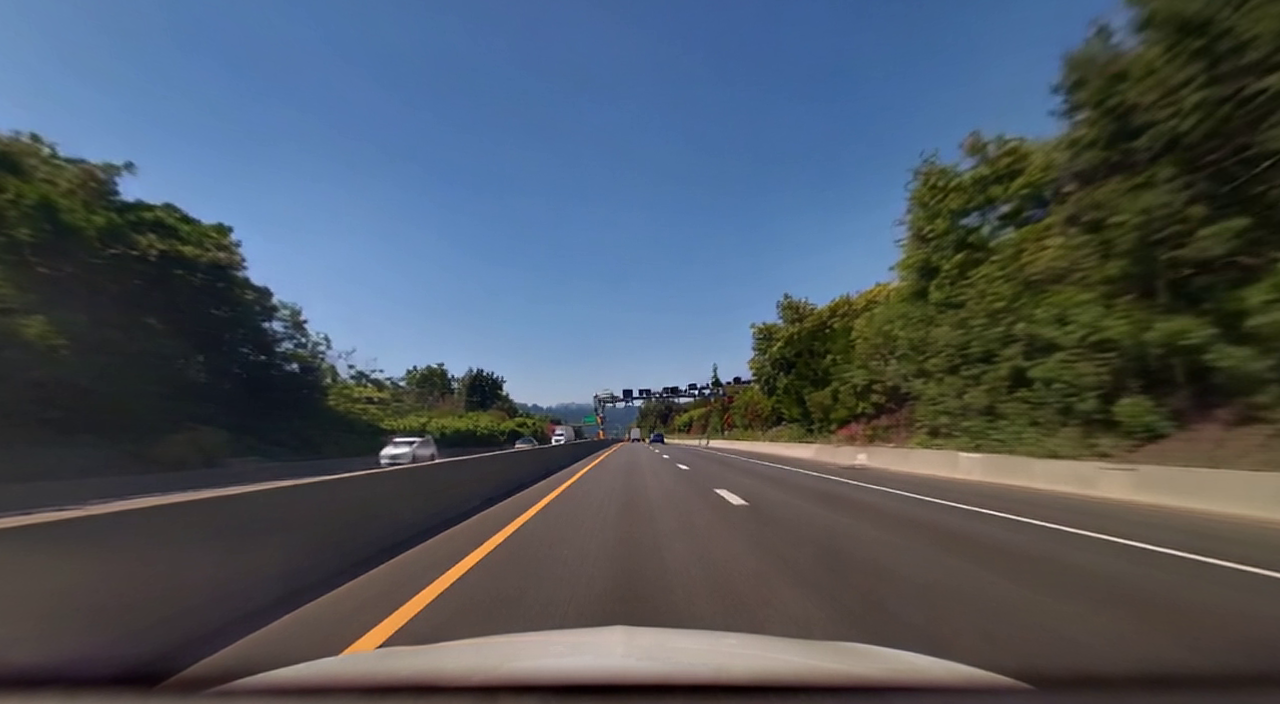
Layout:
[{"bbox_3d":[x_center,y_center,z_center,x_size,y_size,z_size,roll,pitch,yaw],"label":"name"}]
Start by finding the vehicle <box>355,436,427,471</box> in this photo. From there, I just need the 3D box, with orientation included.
[{"bbox_3d":[-12.617,5.140,32.180,2.010,1.648,4.058,0,-8,-1],"label":"vehicle"}]
